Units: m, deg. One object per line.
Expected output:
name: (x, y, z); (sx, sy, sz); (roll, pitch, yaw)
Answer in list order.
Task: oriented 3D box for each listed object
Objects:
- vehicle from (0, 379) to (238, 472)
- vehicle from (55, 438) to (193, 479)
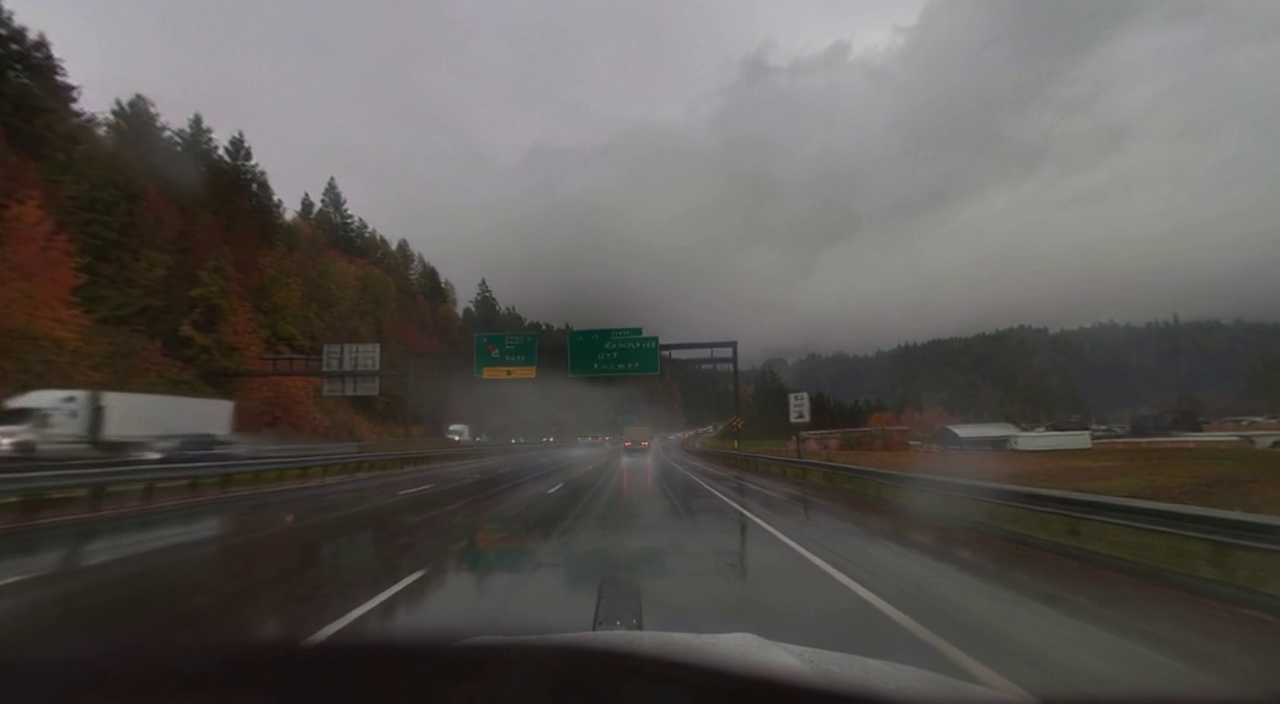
vehicle: (-28.474, 4.201, 34.909); (2.947, 4.109, 14.168); (0, -8, 0)
vehicle: (-20.751, 4.263, 25.563); (1.861, 1.481, 4.380); (0, -8, 0)
